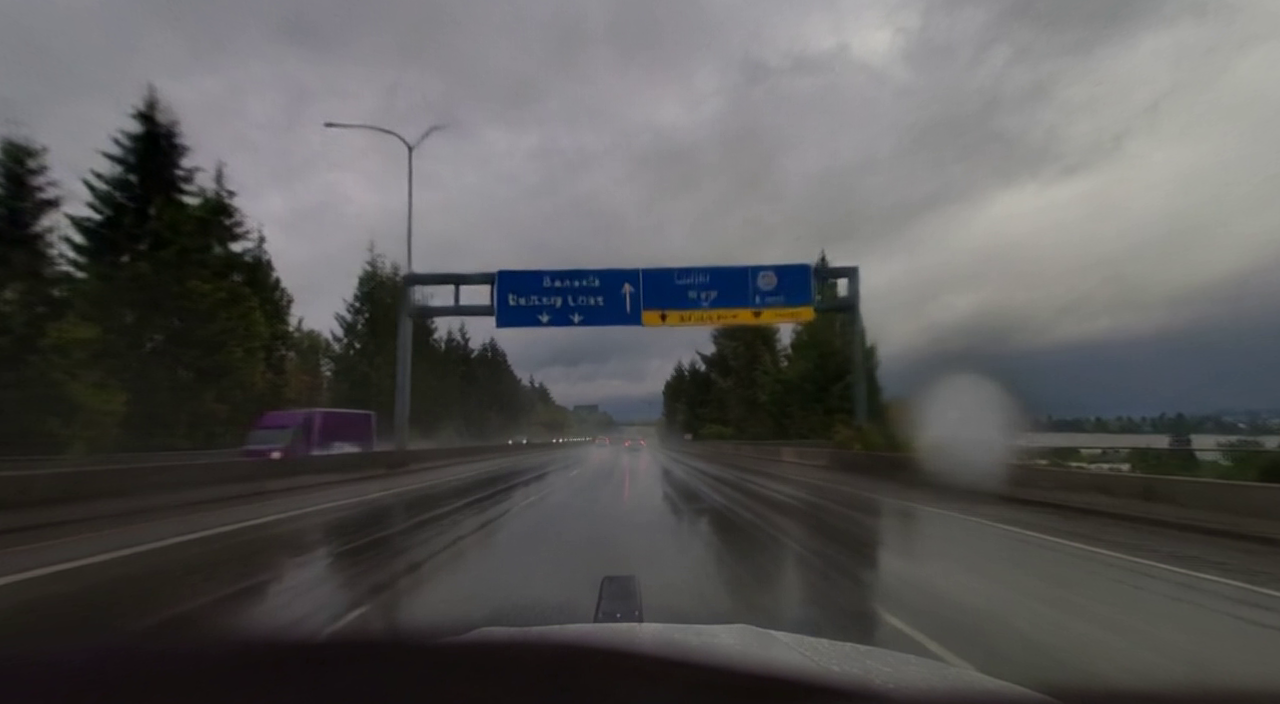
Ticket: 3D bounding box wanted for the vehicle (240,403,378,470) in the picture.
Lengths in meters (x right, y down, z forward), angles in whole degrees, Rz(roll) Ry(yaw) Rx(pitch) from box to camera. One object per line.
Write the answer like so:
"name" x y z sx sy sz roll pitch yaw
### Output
"vehicle" -18.061 4.750 35.252 2.904 3.267 8.867 0 -8 0
